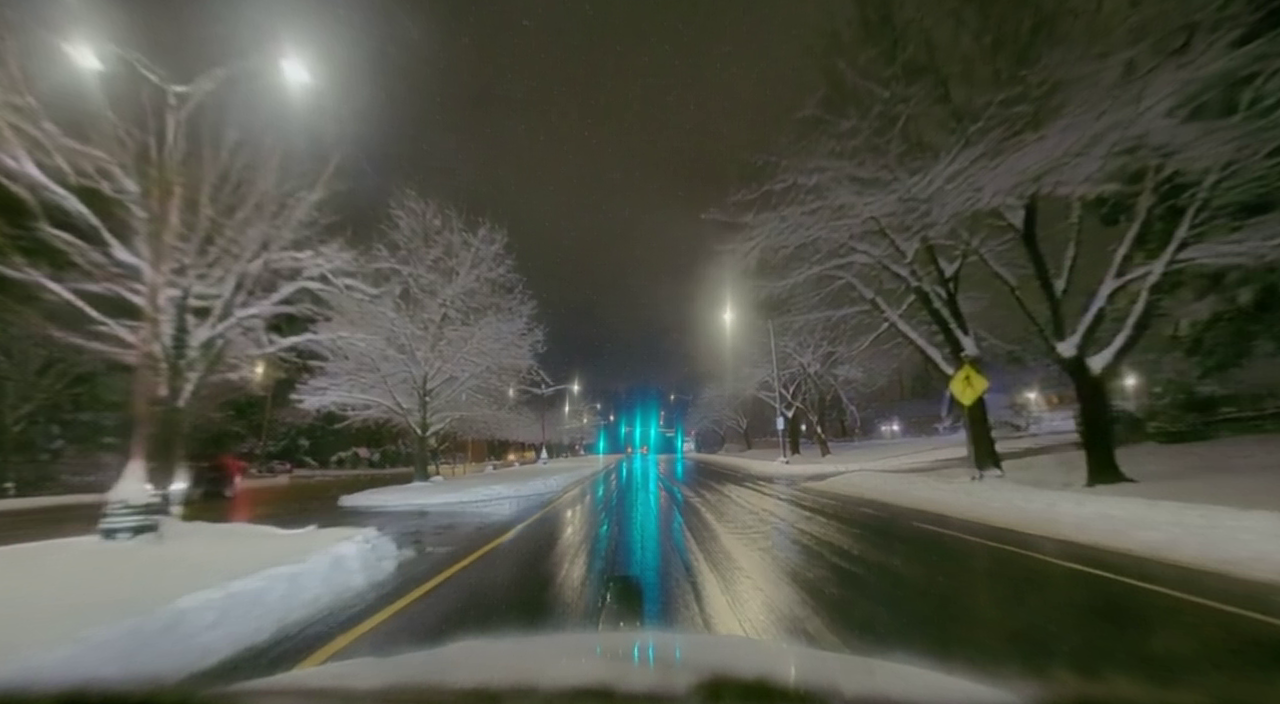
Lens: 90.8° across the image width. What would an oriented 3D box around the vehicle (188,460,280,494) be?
[{"bbox_3d":[-21.821,6.699,34.185,2.014,1.522,4.398,-3,-8,1],"label":"vehicle"}]
